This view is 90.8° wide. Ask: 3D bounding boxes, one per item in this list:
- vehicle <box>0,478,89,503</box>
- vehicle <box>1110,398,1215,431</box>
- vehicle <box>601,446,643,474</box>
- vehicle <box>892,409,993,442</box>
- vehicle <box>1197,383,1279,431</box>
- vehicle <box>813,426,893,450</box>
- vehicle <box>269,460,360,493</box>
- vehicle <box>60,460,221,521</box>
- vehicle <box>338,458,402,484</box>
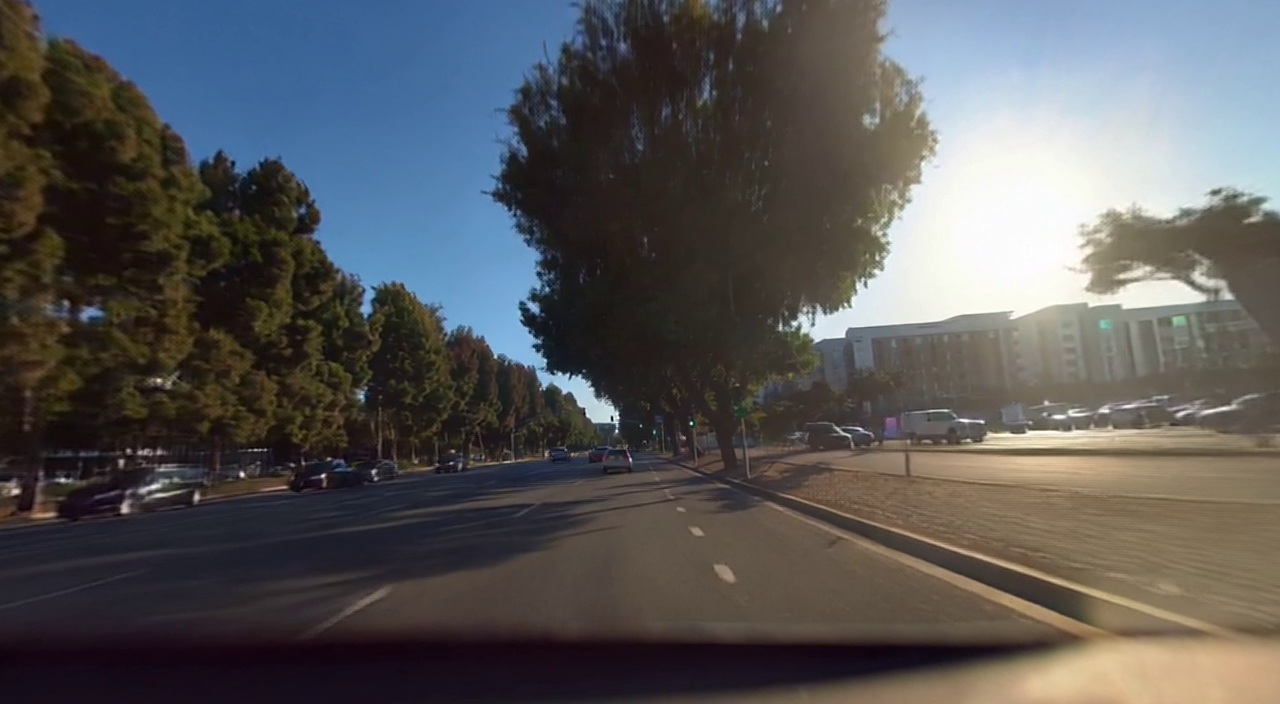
[{"bbox_3d":[-39.330,9.056,41.464,4.429,1.486,1.942,0,-8,-1],"label":"vehicle"},{"bbox_3d":[28.821,3.540,35.085,1.857,1.615,4.839,0,-8,2],"label":"vehicle"},{"bbox_3d":[-0.957,6.198,36.625,2.235,1.500,4.420,0,-8,1],"label":"vehicle"},{"bbox_3d":[15.072,3.713,31.598,3.956,1.504,2.170,2,-9,-9],"label":"vehicle"},{"bbox_3d":[22.044,1.910,21.751,1.870,1.470,4.436,-1,-8,3],"label":"vehicle"},{"bbox_3d":[13.162,5.353,39.187,4.144,1.407,2.201,0,-8,-2],"label":"vehicle"},{"bbox_3d":[-16.563,6.339,32.463,2.058,1.459,4.704,0,-8,1],"label":"vehicle"},{"bbox_3d":[-16.993,4.681,21.865,2.016,1.598,4.545,-3,-8,-2],"label":"vehicle"},{"bbox_3d":[-17.071,7.530,40.219,1.985,1.471,4.797,0,-8,0],"label":"vehicle"}]
